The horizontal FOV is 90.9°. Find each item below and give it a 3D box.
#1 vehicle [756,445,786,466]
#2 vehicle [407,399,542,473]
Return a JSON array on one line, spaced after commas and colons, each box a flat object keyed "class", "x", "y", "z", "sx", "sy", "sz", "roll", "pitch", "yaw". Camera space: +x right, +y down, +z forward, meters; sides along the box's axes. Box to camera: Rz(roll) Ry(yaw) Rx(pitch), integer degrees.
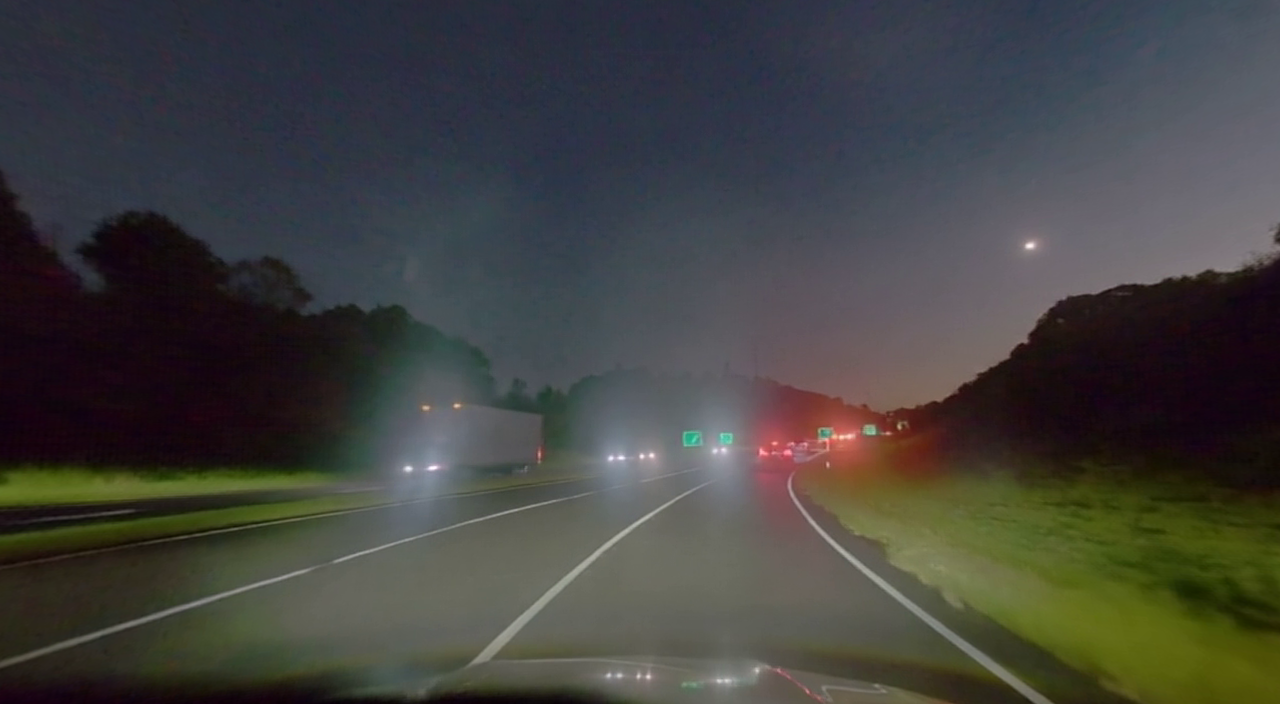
[{"class": "vehicle", "x": 9.312, "y": 7.298, "z": 44.581, "sx": 1.807, "sy": 1.427, "sz": 3.645, "roll": -3, "pitch": -9, "yaw": 16}, {"class": "vehicle", "x": -8.730, "y": 4.774, "z": 34.892, "sx": 2.965, "sy": 3.507, "sz": 9.019, "roll": -3, "pitch": -9, "yaw": 16}]
